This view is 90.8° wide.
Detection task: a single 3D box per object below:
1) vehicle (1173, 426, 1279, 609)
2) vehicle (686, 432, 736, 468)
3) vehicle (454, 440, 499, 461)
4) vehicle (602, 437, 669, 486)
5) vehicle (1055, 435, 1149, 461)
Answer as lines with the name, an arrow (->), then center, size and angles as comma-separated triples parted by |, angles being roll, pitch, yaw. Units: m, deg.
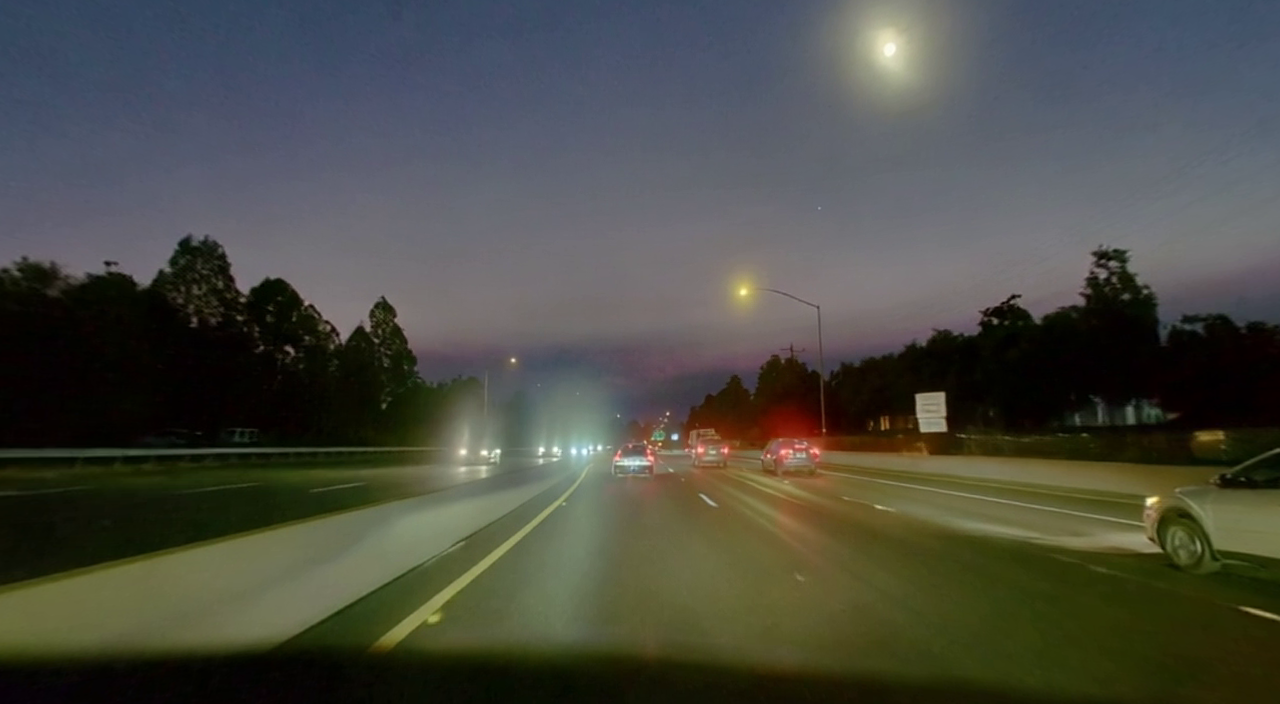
vehicle -> 6.403, 1.126, 3.684 | 2.434, 1.467, 4.726 | 0, -9, 0
vehicle -> 3.888, 5.463, 35.278 | 2.186, 1.842, 4.553 | 0, -9, -1
vehicle -> -12.076, 7.315, 47.017 | 2.042, 1.502, 4.626 | 0, -9, 1
vehicle -> -0.122, 3.616, 21.118 | 2.040, 1.451, 3.736 | 0, -9, 1
vehicle -> 31.564, 6.535, 43.329 | 1.991, 1.653, 4.785 | 4, -9, -23
